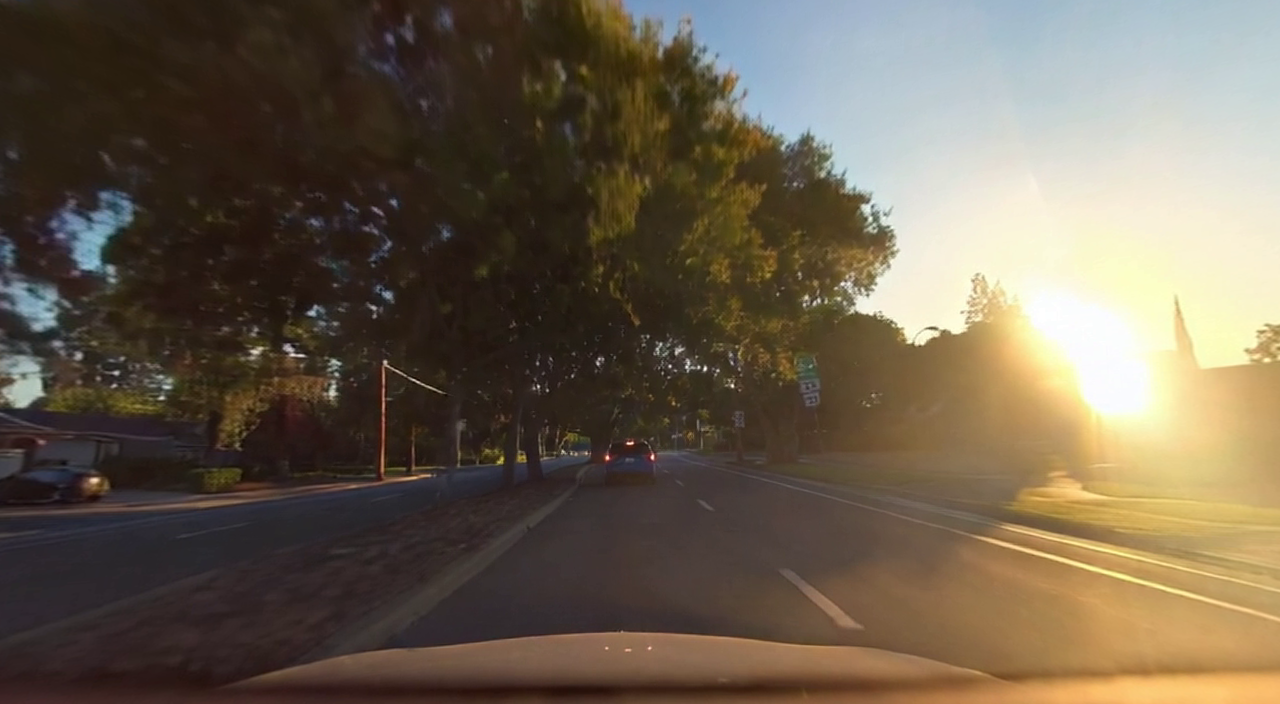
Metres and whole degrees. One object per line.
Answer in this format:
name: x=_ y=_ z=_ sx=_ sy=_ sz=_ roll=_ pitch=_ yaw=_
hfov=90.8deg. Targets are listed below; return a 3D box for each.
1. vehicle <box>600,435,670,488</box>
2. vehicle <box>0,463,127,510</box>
vehicle: x=-0.174 y=3.761 z=21.934 sx=2.181 sy=1.639 sz=4.127 roll=0 pitch=-9 yaw=0
vehicle: x=-21.605 y=4.820 z=22.851 sx=4.366 sy=1.526 sz=1.921 roll=0 pitch=-9 yaw=0
